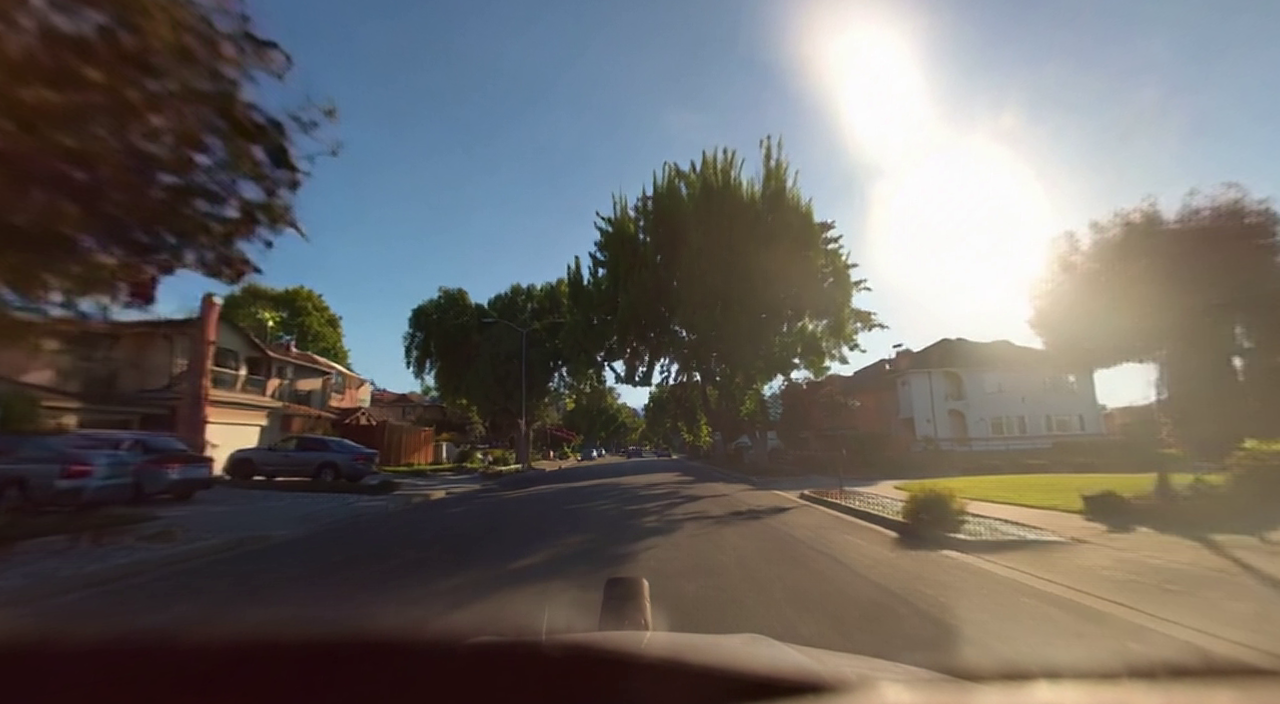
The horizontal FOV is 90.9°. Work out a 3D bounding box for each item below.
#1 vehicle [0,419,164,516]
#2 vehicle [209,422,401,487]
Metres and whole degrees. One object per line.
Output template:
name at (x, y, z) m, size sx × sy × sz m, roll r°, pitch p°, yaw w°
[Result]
vehicle at (-13.529, 2.433, 13.482) m, size 4.796 × 1.864 × 2.328 m, roll -1°, pitch -9°, yaw 2°
vehicle at (-12.967, 4.028, 24.822) m, size 5.946 × 2.048 × 2.595 m, roll 4°, pitch -9°, yaw -3°
